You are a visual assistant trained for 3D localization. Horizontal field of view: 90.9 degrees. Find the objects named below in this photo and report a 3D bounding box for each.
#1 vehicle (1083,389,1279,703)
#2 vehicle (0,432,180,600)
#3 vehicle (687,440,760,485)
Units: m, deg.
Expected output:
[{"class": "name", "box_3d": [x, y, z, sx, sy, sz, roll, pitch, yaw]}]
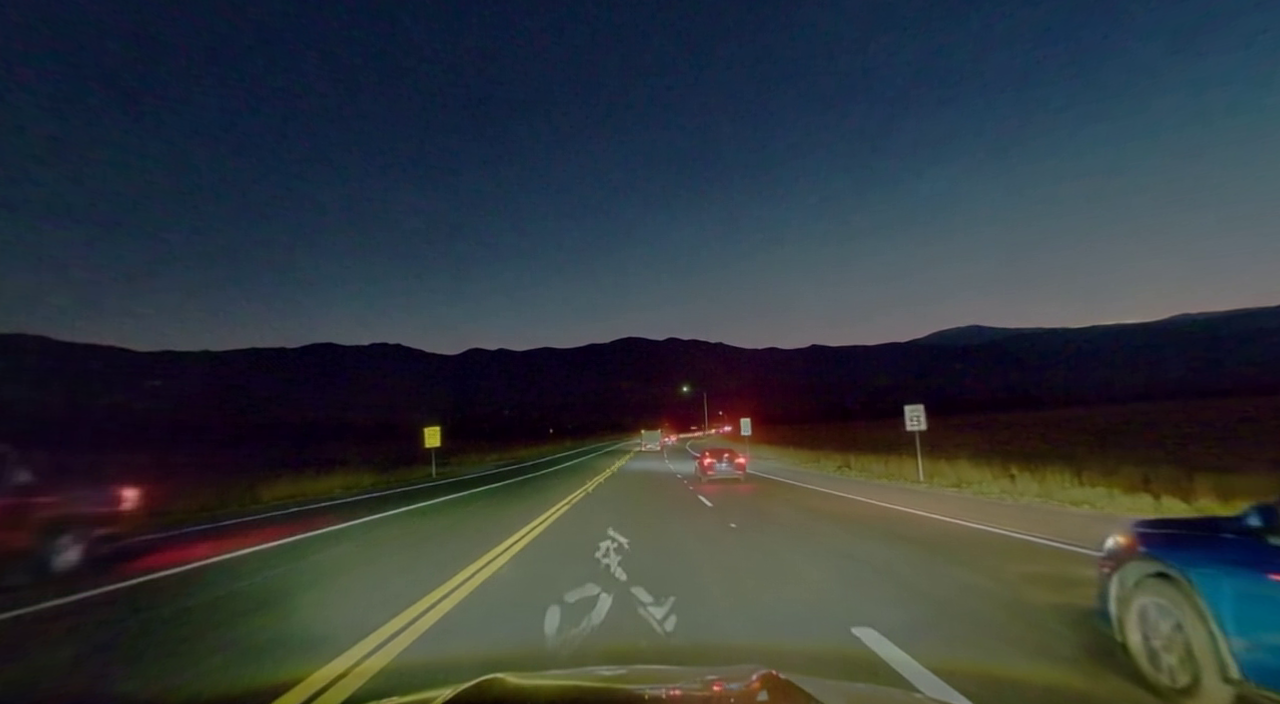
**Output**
[{"class": "vehicle", "box_3d": [3.636, 0.789, 1.675, 2.007, 1.534, 3.976, 0, -8, 0]}, {"class": "vehicle", "box_3d": [-7.836, 1.739, 6.666, 2.168, 1.748, 4.811, -1, -8, 2]}, {"class": "vehicle", "box_3d": [3.052, 4.151, 24.074, 2.026, 1.531, 4.273, 0, -8, -2]}]
